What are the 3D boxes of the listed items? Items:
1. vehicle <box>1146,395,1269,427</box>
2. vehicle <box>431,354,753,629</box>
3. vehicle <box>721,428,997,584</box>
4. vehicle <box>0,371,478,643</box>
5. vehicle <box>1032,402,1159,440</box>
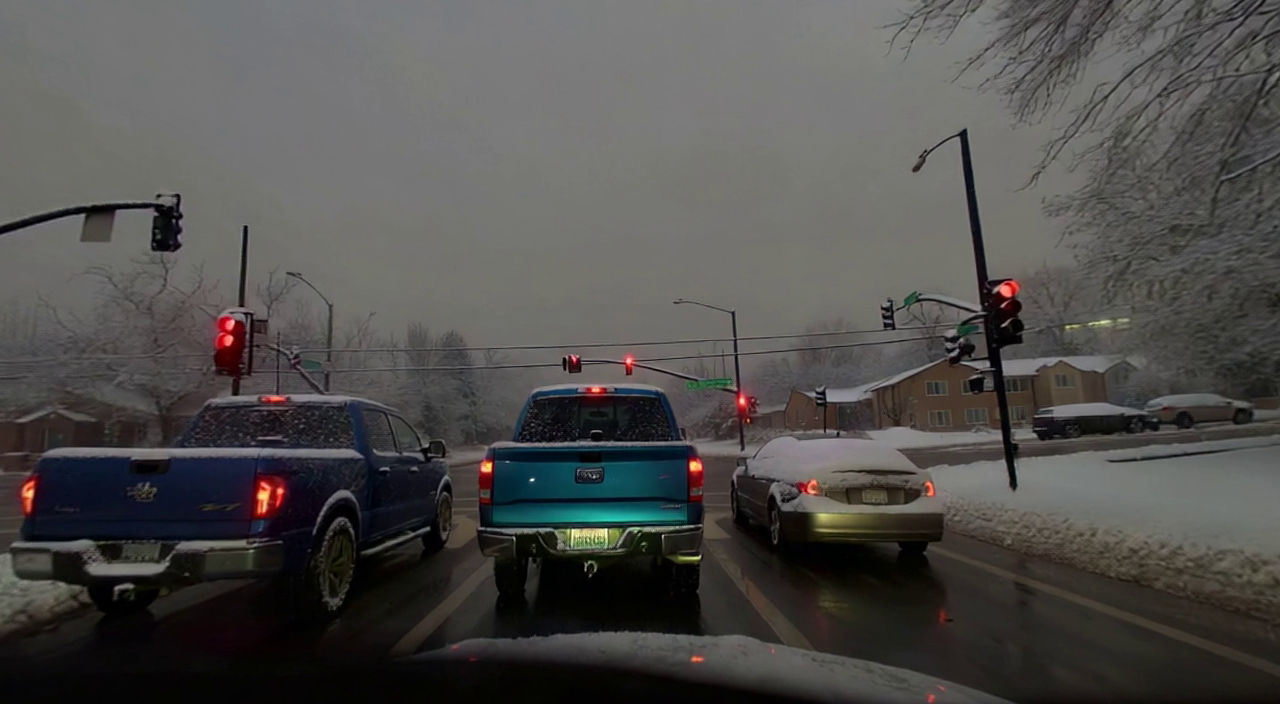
[{"bbox_3d":[29.278,3.058,32.680,4.540,1.543,1.803,0,-9,1],"label":"vehicle"},{"bbox_3d":[-0.361,1.313,6.802,2.282,1.964,4.421,0,-9,-1],"label":"vehicle"},{"bbox_3d":[2.400,1.815,8.329,2.016,1.481,4.336,0,-9,-1],"label":"vehicle"},{"bbox_3d":[-3.462,1.425,6.927,2.146,1.828,5.148,0,-9,-2],"label":"vehicle"},{"bbox_3d":[23.316,3.585,32.497,4.721,1.866,2.188,0,-9,2],"label":"vehicle"}]
